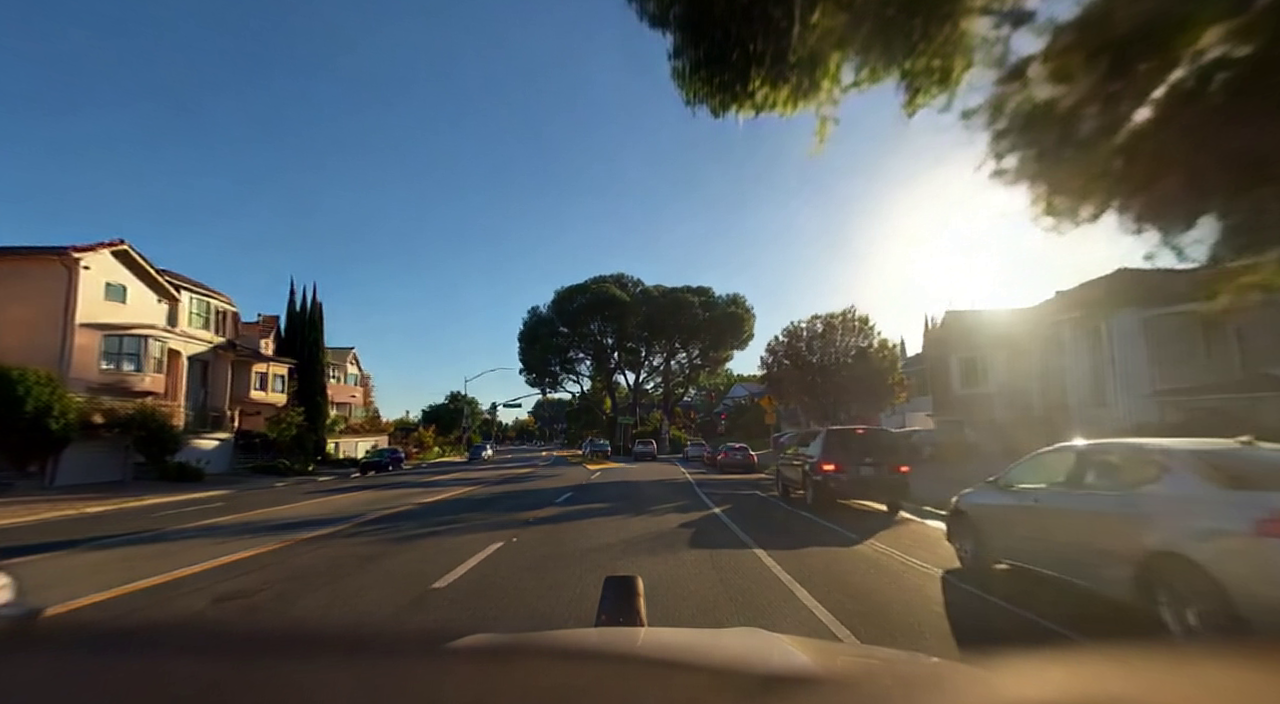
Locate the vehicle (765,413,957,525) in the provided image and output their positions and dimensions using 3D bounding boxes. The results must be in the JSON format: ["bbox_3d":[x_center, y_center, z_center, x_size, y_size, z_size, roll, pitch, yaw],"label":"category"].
[{"bbox_3d":[4.021,2.219,12.491,2.069,1.780,4.480,0,-8,-1],"label":"vehicle"}]

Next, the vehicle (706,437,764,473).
[{"bbox_3d":[4.208,4.631,28.572,1.964,1.485,4.454,0,-8,1],"label":"vehicle"}]

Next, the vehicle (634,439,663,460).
[{"bbox_3d":[0.603,7.103,46.164,2.081,1.475,4.361,0,-8,0],"label":"vehicle"}]

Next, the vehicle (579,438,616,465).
[{"bbox_3d":[-2.518,6.015,38.322,1.986,1.508,4.261,0,-8,0],"label":"vehicle"}]

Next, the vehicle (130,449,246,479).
[{"bbox_3d":[-22.308,5.521,31.272,4.397,1.423,1.789,-1,-8,2],"label":"vehicle"}]

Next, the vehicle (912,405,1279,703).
[{"bbox_3d":[3.935,1.207,4.449,1.956,1.468,4.524,0,-8,-1],"label":"vehicle"}]

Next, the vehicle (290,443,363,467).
[{"bbox_3d":[-22.139,7.274,44.703,4.091,1.614,1.910,0,-8,-1],"label":"vehicle"}]
